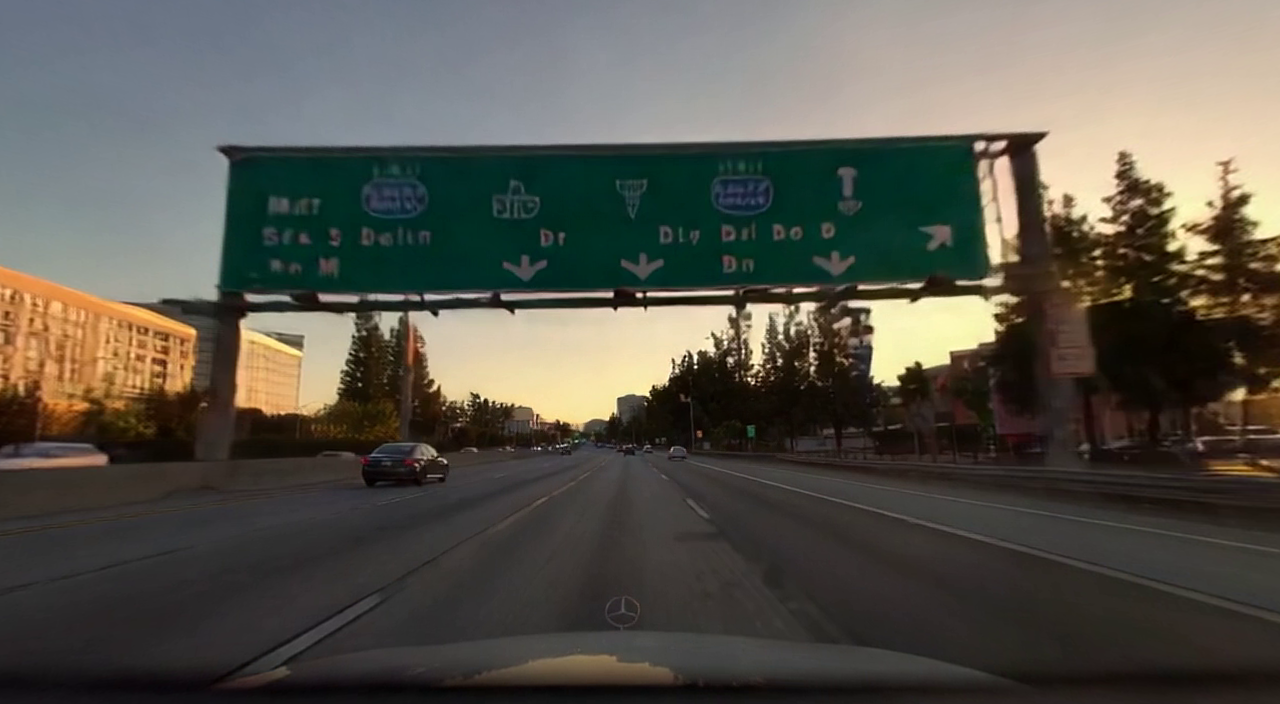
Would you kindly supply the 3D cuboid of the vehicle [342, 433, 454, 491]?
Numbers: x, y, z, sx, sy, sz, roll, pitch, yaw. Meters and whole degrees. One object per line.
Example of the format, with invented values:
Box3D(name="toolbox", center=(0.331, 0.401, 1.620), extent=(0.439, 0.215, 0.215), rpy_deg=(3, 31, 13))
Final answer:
Box3D(name="vehicle", center=(-8.041, 3.684, 21.480), extent=(2.089, 1.724, 4.327), rpy_deg=(0, -9, 0))
